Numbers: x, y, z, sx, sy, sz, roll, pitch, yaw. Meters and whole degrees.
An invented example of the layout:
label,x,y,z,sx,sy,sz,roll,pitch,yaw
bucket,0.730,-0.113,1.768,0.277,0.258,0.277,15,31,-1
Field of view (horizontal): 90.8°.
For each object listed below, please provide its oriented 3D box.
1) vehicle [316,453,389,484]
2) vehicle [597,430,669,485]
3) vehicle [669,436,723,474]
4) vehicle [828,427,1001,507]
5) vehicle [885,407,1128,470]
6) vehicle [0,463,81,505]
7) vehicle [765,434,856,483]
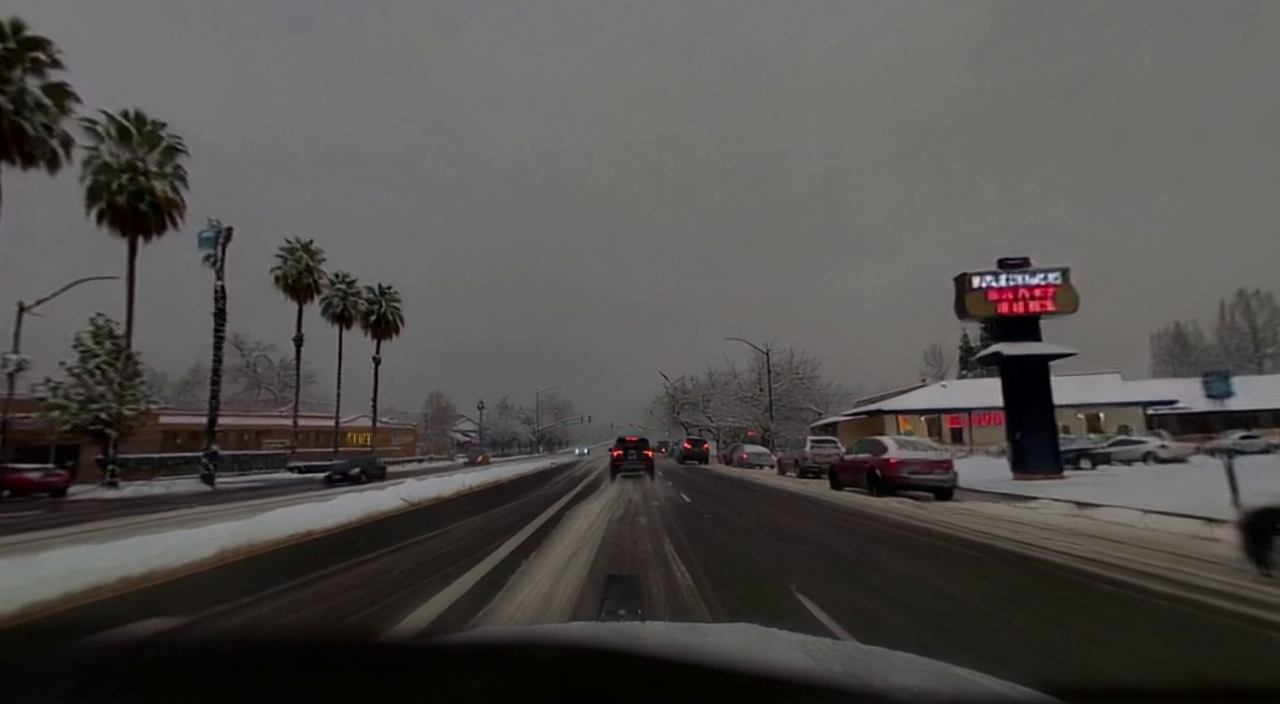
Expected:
label,x,y,z,sx,sy,sz,roll,pitch,yaw
vehicle,-15.018,6.094,33.266,1.875,1.513,4.260,0,-9,-1
vehicle,-0.279,3.966,23.872,2.428,1.816,4.959,0,-9,-1
vehicle,2.773,5.272,32.389,2.187,1.777,4.444,0,-9,-2
vehicle,6.486,2.802,15.651,2.100,1.675,4.536,0,-9,-2
vehicle,17.353,4.247,30.579,9.658,2.834,2.994,-1,-9,3
vehicle,-27.950,5.875,28.076,4.139,1.702,2.040,-1,-9,-3
vehicle,6.366,4.071,24.287,2.001,1.692,4.800,0,-9,-2
